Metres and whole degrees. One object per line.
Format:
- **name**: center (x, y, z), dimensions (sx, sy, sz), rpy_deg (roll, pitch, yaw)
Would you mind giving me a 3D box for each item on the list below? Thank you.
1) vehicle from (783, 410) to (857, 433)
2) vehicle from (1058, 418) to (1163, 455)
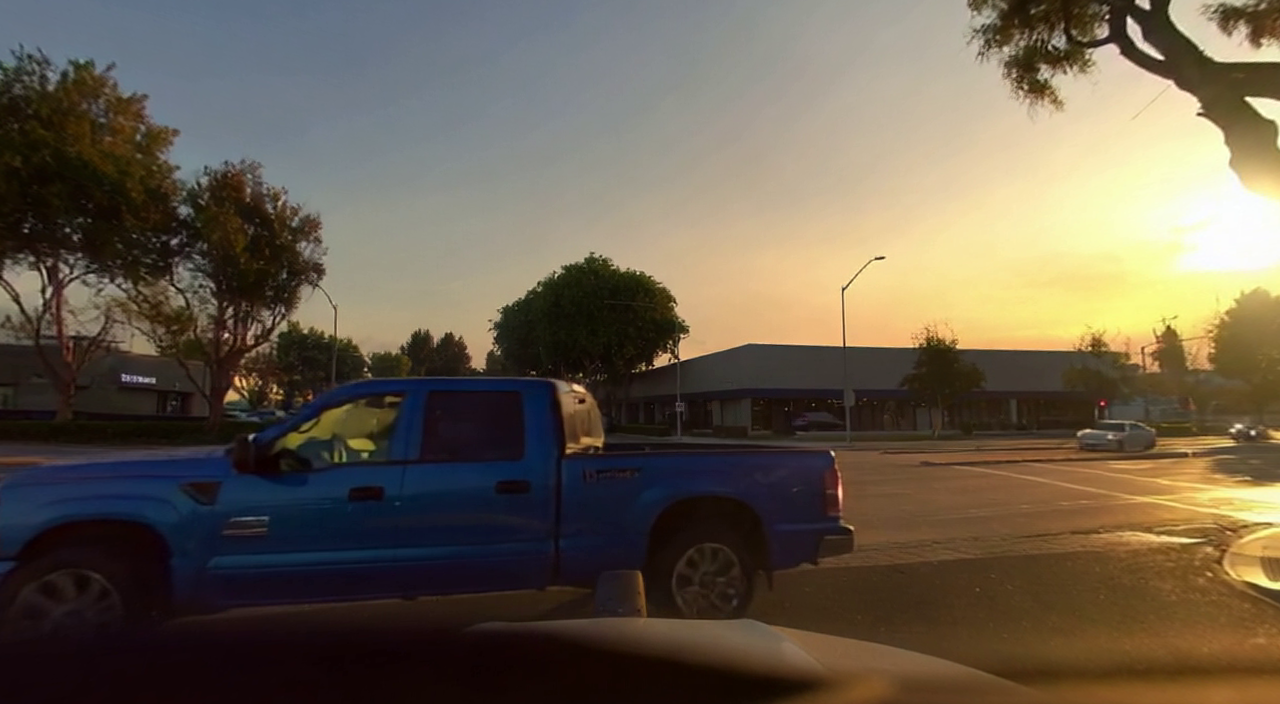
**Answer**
- **vehicle**: center (12.514, 4.826, 43.598), dimensions (4.674, 1.483, 1.745), rpy_deg (2, -9, -16)
- **vehicle**: center (24.809, 4.479, 33.068), dimensions (5.333, 1.837, 2.124), rpy_deg (4, -10, -27)
